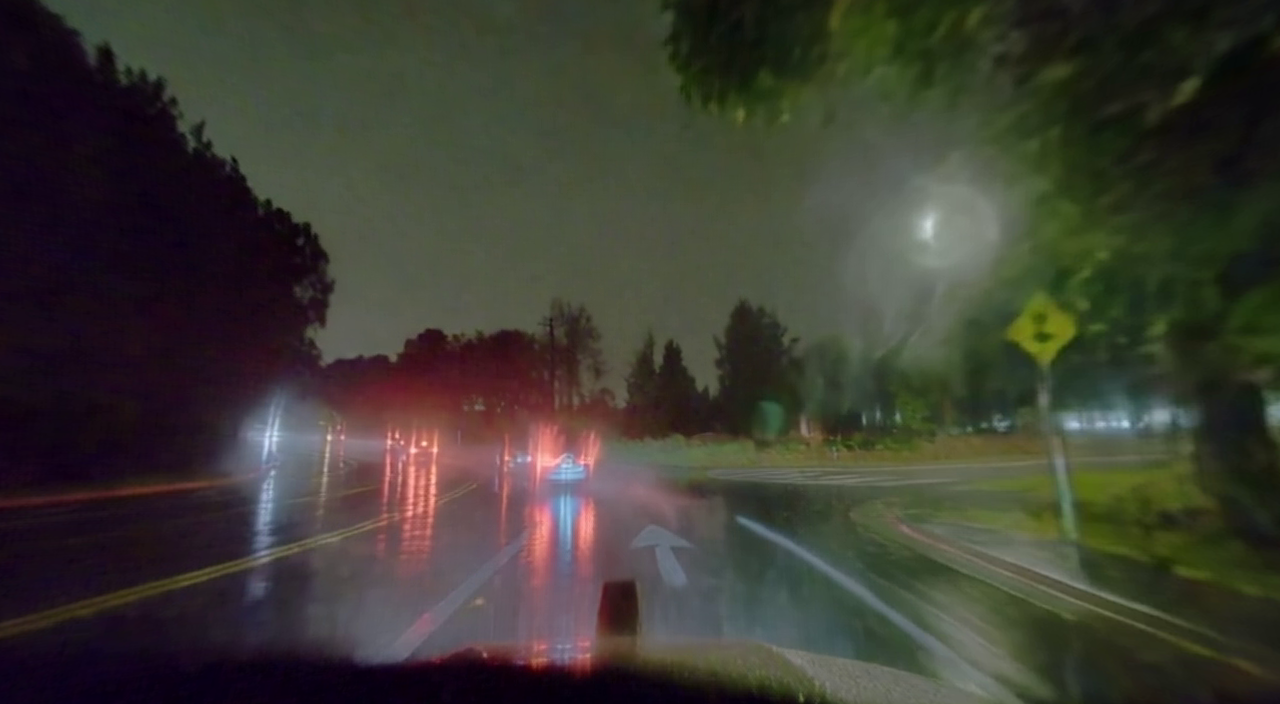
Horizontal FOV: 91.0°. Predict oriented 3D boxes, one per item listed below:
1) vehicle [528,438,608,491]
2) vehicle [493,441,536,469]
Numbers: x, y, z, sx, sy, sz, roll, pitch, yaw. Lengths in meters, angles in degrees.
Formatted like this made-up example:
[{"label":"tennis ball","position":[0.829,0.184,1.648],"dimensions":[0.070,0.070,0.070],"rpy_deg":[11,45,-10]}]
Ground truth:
[{"label":"vehicle","position":[-2.435,3.606,20.367],"dimensions":[2.296,1.510,4.068],"rpy_deg":[2,-9,-10]},{"label":"vehicle","position":[-7.441,6.072,37.121],"dimensions":[2.080,1.530,3.719],"rpy_deg":[3,-9,-17]}]
